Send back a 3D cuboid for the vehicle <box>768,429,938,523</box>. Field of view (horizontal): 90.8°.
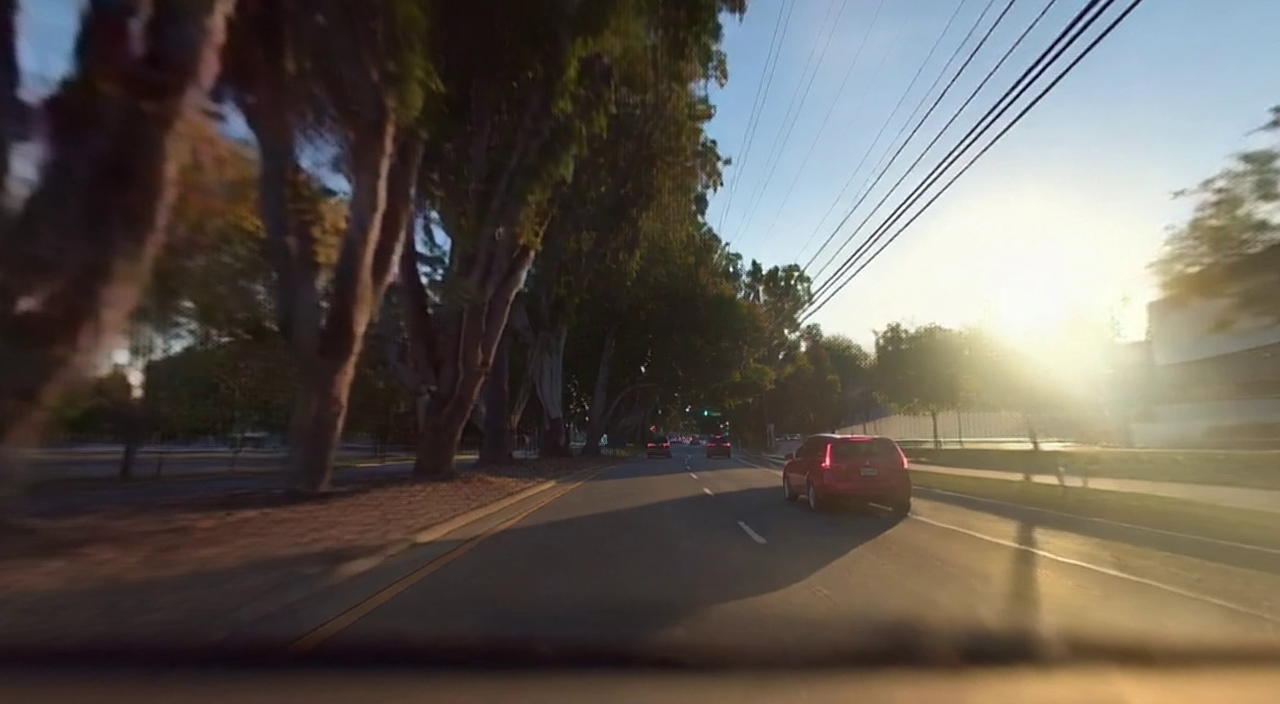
[{"bbox_3d":[3.939,2.358,12.563,1.881,1.512,4.294,-1,-9,0],"label":"vehicle"}]

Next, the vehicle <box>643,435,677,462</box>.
[{"bbox_3d":[1.420,6.622,43.451,2.163,1.746,4.073,-1,-9,4],"label":"vehicle"}]

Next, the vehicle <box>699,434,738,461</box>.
[{"bbox_3d":[5.555,6.856,45.438,2.254,1.840,4.918,-1,-9,1],"label":"vehicle"}]
